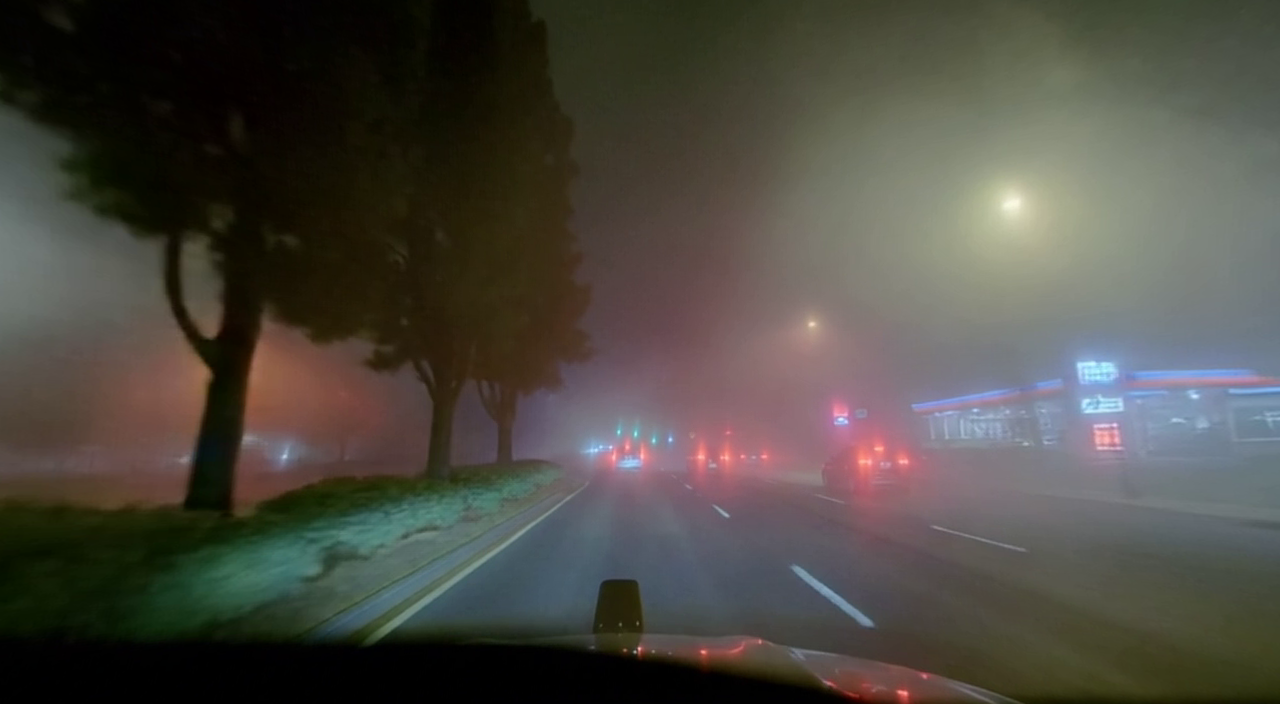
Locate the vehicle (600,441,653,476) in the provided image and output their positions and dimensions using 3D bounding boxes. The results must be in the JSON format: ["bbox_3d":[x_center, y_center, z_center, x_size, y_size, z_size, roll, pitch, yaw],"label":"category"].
[{"bbox_3d":[-0.620,4.791,28.675,2.242,1.474,4.127,0,-8,-1],"label":"vehicle"}]

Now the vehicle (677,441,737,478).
[{"bbox_3d":[2.895,4.778,28.393,2.057,1.491,4.675,0,-8,-2],"label":"vehicle"}]

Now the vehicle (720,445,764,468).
[{"bbox_3d":[6.544,6.720,40.902,2.068,1.393,3.874,0,-8,-3],"label":"vehicle"}]
